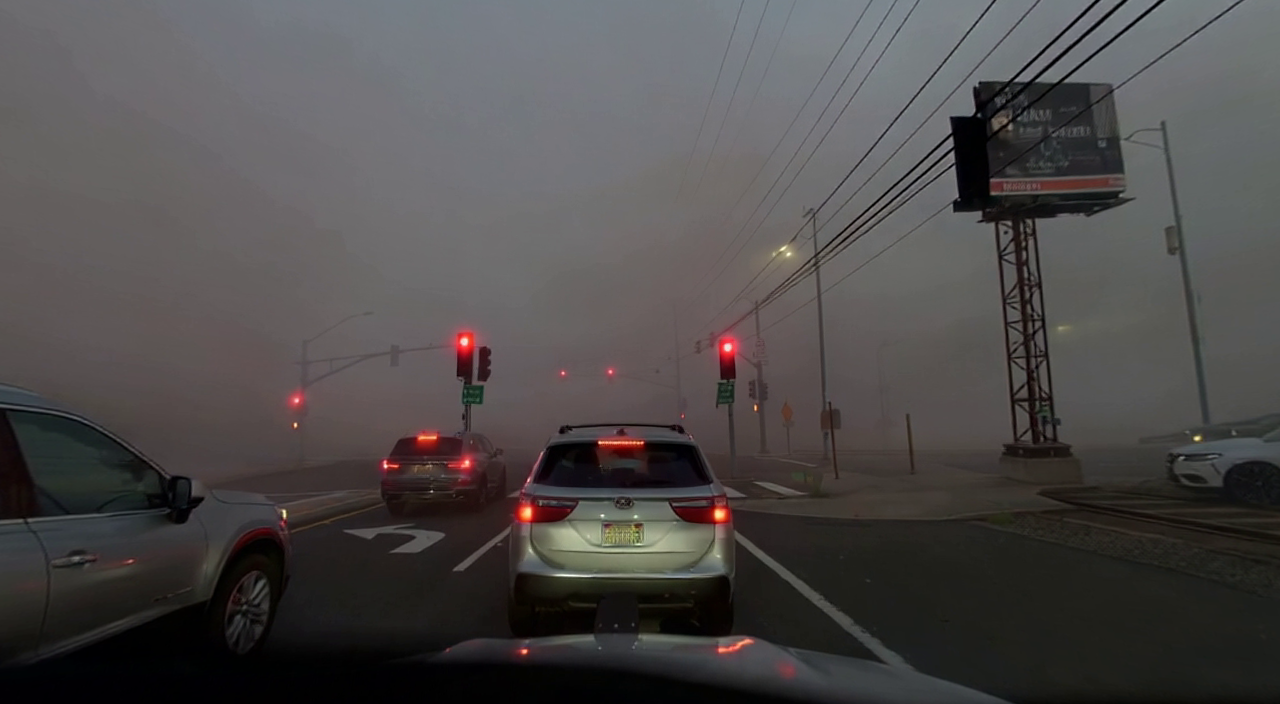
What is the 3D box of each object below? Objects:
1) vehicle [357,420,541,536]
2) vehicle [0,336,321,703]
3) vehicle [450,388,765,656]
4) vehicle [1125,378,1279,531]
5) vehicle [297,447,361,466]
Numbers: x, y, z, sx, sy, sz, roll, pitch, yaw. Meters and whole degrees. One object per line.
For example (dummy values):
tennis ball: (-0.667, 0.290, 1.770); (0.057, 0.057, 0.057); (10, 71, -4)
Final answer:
vehicle: (-3.148, 2.182, 11.502); (1.988, 1.678, 4.317); (0, -9, 0)
vehicle: (-3.924, 0.880, 3.086); (2.052, 1.814, 5.184); (0, -9, -1)
vehicle: (-0.207, 1.373, 5.983); (2.025, 1.723, 3.644); (0, -9, 0)
vehicle: (9.612, 1.314, 8.189); (5.060, 1.702, 2.033); (1, -9, -4)
vehicle: (-24.177, 8.089, 49.078); (4.357, 1.444, 1.842); (-3, -9, 19)
